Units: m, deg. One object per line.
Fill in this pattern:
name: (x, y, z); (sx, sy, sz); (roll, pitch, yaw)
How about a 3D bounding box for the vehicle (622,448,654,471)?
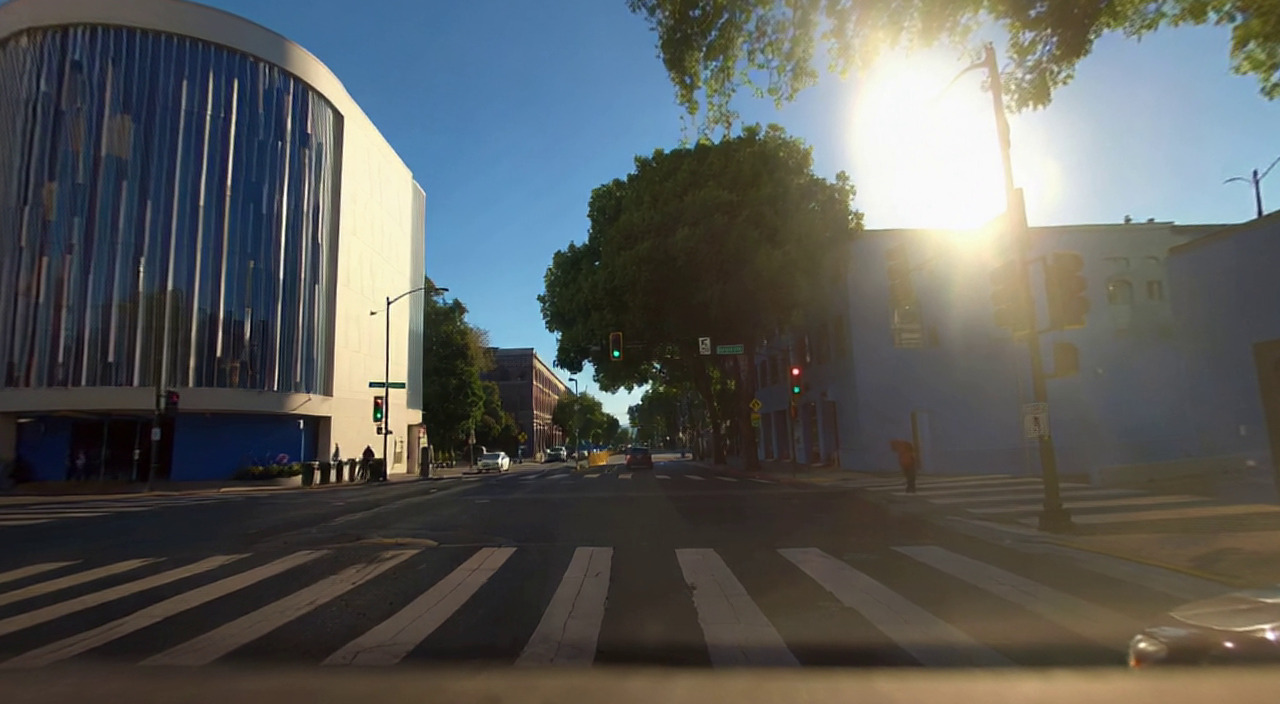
vehicle: (-0.073, 7.605, 44.913); (2.088, 1.452, 4.833); (-1, -8, 2)
